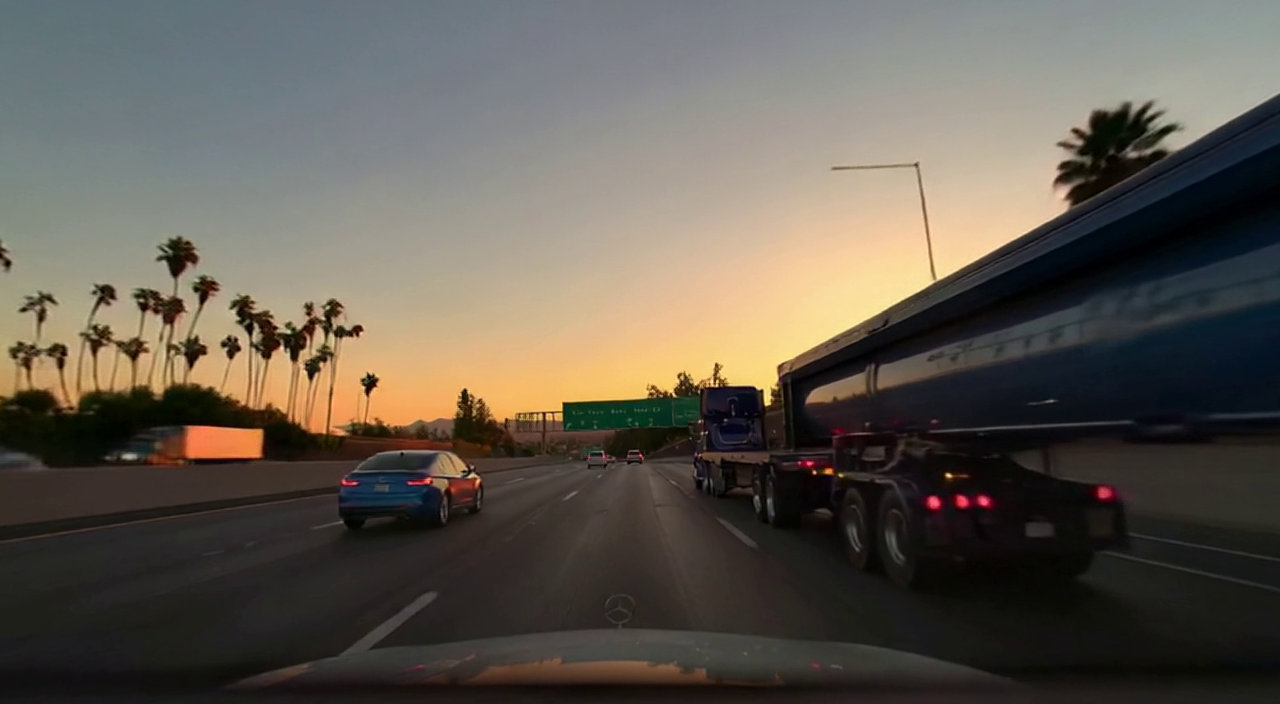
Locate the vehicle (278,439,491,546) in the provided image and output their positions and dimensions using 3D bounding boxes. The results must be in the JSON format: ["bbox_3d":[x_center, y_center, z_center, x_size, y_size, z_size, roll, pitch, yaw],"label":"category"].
[{"bbox_3d":[-4.245,2.381,11.361,2.120,1.537,4.139,0,-9,-1],"label":"vehicle"}]

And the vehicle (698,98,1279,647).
[{"bbox_3d":[3.570,1.242,12.837,2.891,4.123,16.415,0,-9,-1],"label":"vehicle"}]
